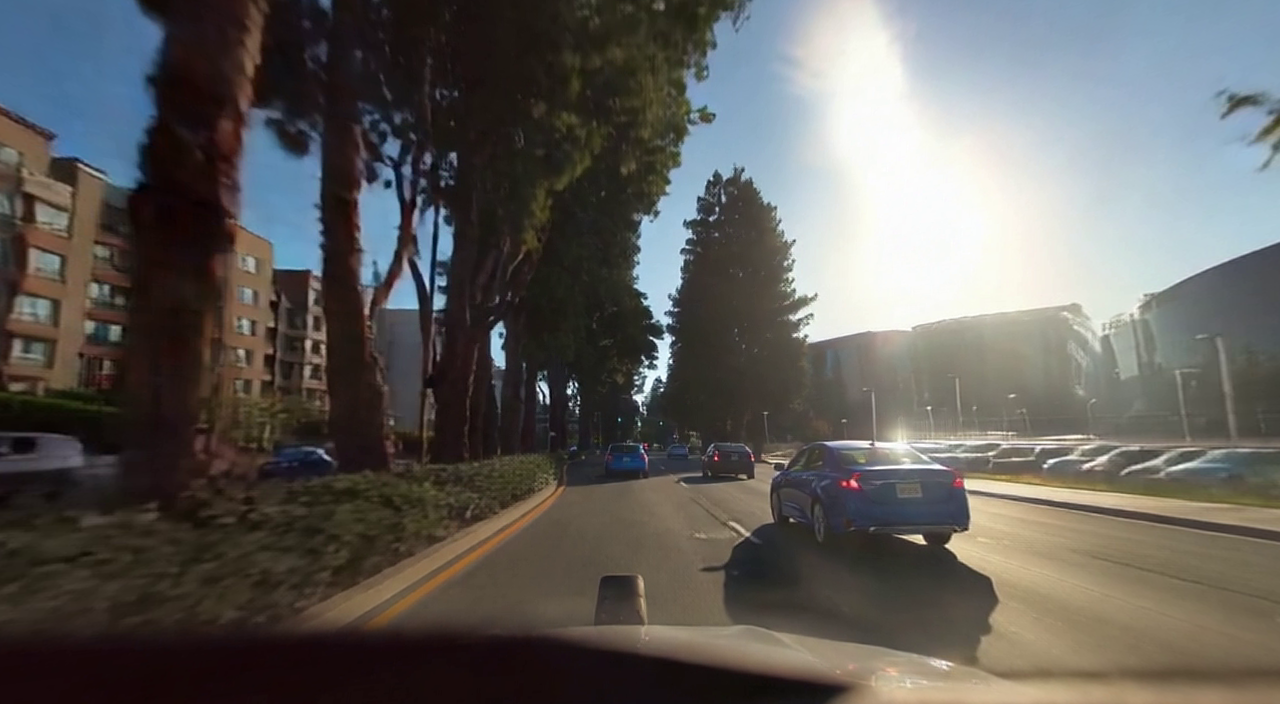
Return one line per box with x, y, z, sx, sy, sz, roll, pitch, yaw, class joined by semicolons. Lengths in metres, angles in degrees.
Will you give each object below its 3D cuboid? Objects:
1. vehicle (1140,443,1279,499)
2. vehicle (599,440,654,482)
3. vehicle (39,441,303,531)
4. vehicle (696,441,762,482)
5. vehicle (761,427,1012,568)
17.273;3.449;18.708;4.247;1.487;2.076;4;-10;-26;vehicle
-0.496;4.202;24.566;1.994;1.479;3.647;0;-9;-1;vehicle
-9.038;2.583;12.813;1.943;1.483;4.439;0;-9;0;vehicle
3.424;4.305;25.095;1.908;1.453;4.230;0;-9;-1;vehicle
3.043;1.861;8.798;1.852;1.498;3.825;0;-9;-1;vehicle
